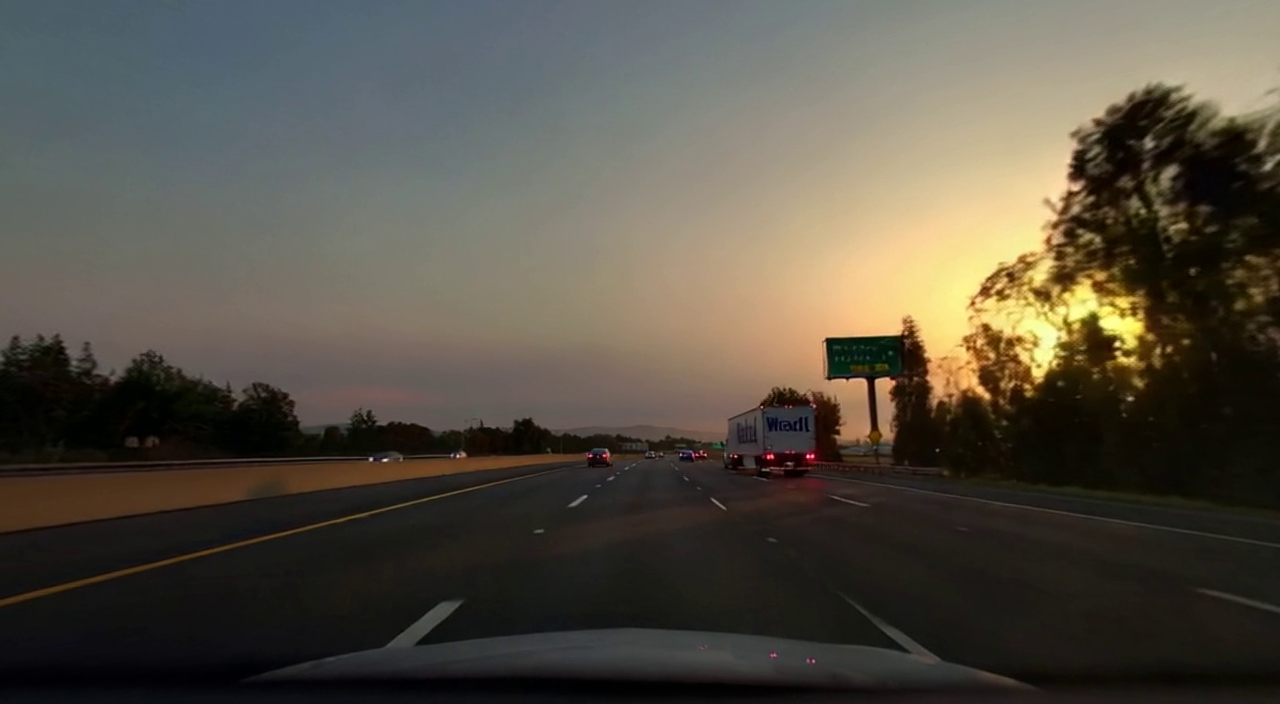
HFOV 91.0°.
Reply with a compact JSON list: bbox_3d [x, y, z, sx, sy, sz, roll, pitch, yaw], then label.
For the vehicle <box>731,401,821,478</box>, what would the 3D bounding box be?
[{"bbox_3d":[8.467,5.899,41.790,2.912,4.143,15.538,0,-9,1],"label":"vehicle"}]
